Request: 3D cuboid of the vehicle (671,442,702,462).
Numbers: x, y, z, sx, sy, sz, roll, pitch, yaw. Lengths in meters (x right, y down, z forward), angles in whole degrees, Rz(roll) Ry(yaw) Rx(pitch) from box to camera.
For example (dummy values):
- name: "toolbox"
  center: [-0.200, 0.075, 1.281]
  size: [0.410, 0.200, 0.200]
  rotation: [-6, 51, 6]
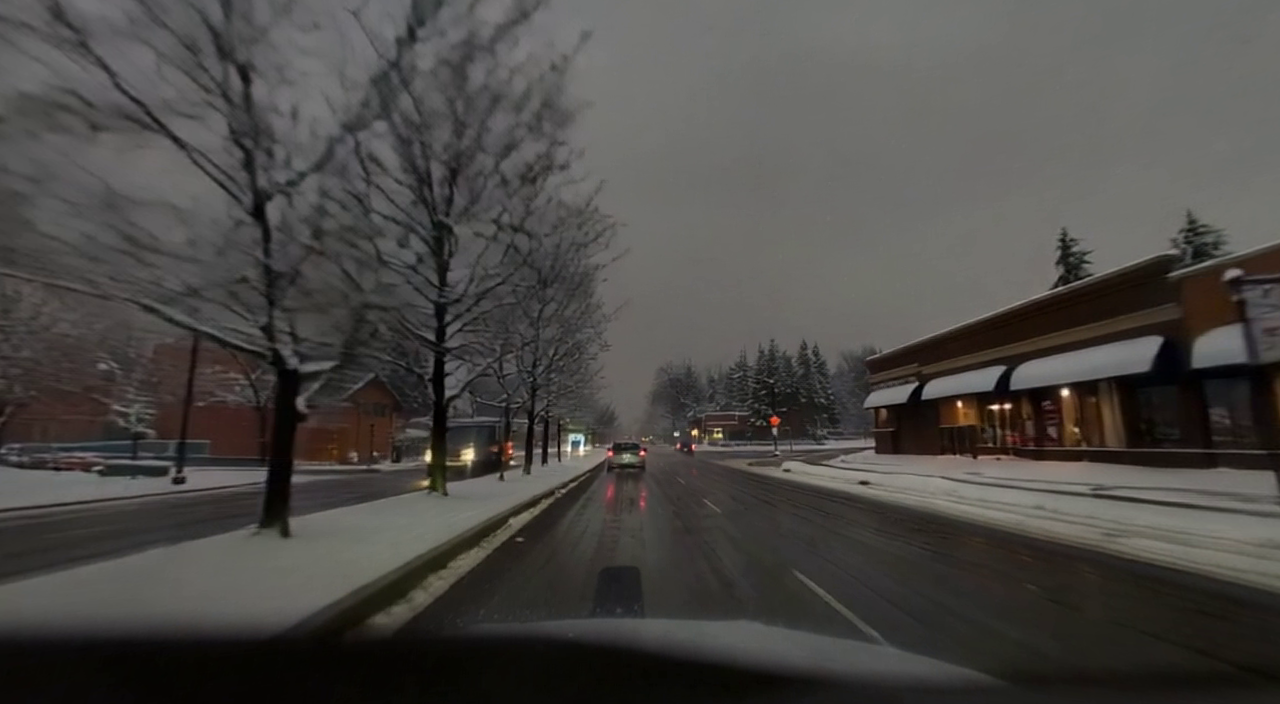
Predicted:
- name: "vehicle"
  center: [3.519, 7.678, 48.482]
  size: [1.910, 1.474, 4.003]
  rotation: [0, -9, -2]

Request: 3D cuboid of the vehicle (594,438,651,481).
- name: "vehicle"
  center: [-0.643, 4.094, 24.316]
  size: [2.006, 1.487, 3.535]
  rotation: [0, -9, 0]
